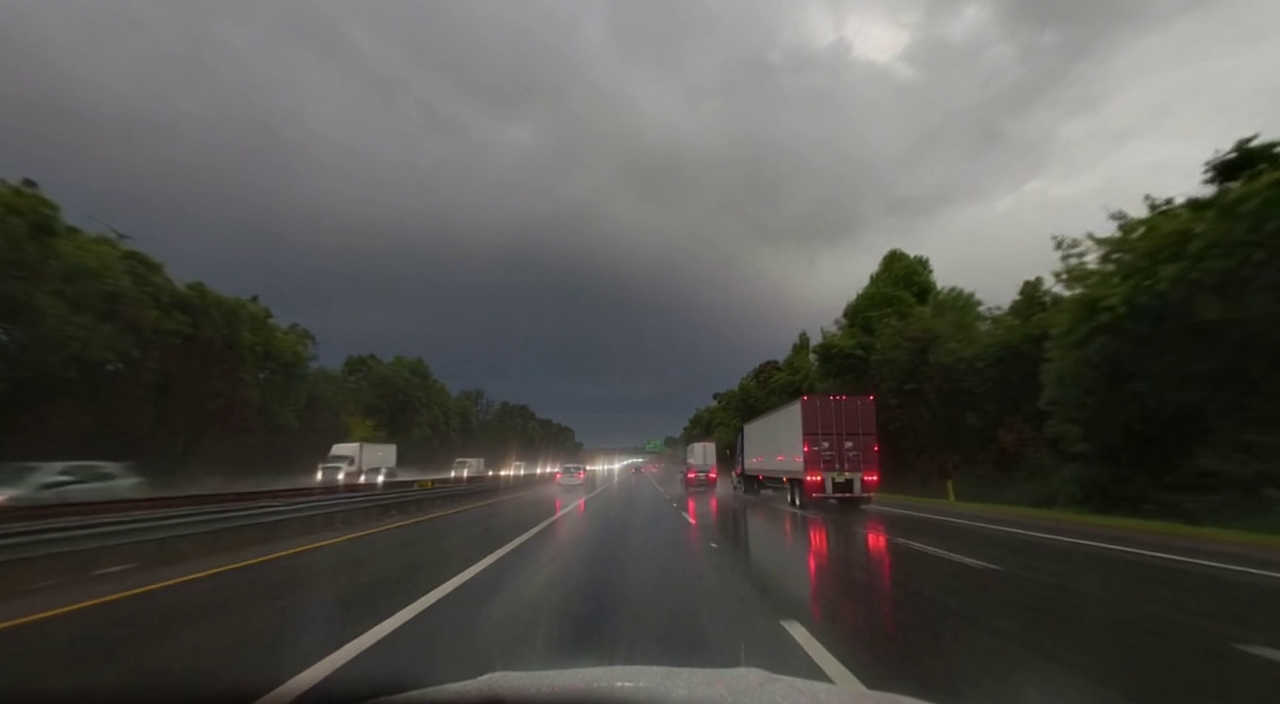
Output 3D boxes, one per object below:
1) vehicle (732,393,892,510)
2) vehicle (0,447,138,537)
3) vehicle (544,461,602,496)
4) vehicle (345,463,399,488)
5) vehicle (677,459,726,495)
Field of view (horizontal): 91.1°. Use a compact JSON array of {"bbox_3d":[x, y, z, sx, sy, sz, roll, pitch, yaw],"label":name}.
[{"bbox_3d":[7.371,5.100,31.045,2.861,4.086,17.499,1,-10,0],"label":"vehicle"},{"bbox_3d":[-11.540,2.393,10.853,1.870,1.474,4.645,1,-10,0],"label":"vehicle"},{"bbox_3d":[-3.041,5.903,29.560,2.065,1.485,4.682,1,-10,2],"label":"vehicle"},{"bbox_3d":[-18.642,8.575,43.844,1.851,1.606,4.187,1,-10,0],"label":"vehicle"},{"bbox_3d":[3.159,6.615,33.357,2.050,1.708,4.457,1,-10,-1],"label":"vehicle"}]
